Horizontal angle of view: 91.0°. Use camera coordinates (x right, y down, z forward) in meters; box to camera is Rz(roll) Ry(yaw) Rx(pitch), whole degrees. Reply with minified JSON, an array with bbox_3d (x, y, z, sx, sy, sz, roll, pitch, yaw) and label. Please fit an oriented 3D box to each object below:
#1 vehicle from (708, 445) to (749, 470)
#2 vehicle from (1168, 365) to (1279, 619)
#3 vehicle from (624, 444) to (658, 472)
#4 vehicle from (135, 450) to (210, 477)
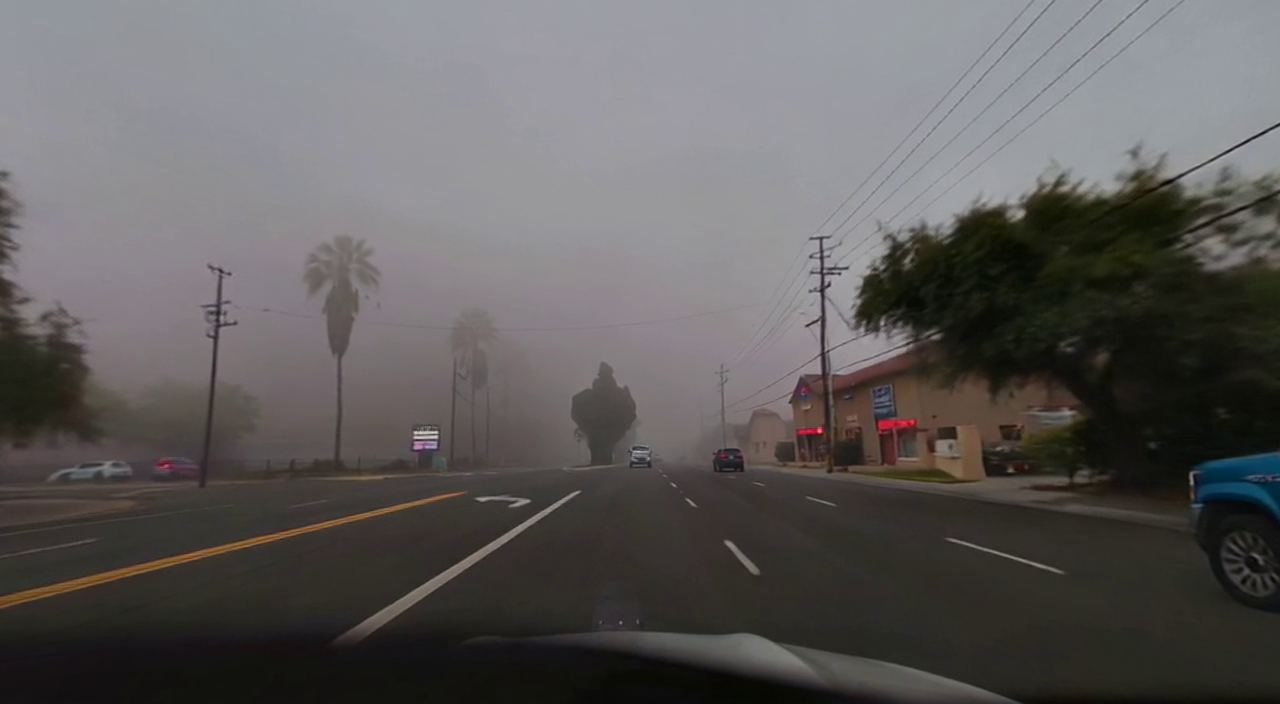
[{"bbox_3d":[6.292,7.576,45.468,2.252,1.718,4.617,0,-9,0],"label":"vehicle"},{"bbox_3d":[5.953,0.846,3.409,2.355,1.889,4.392,0,-9,1],"label":"vehicle"},{"bbox_3d":[0.059,6.979,41.512,2.138,1.702,4.168,0,-9,0],"label":"vehicle"},{"bbox_3d":[-34.934,8.320,47.229,1.888,1.754,4.488,-5,-9,7],"label":"vehicle"}]
